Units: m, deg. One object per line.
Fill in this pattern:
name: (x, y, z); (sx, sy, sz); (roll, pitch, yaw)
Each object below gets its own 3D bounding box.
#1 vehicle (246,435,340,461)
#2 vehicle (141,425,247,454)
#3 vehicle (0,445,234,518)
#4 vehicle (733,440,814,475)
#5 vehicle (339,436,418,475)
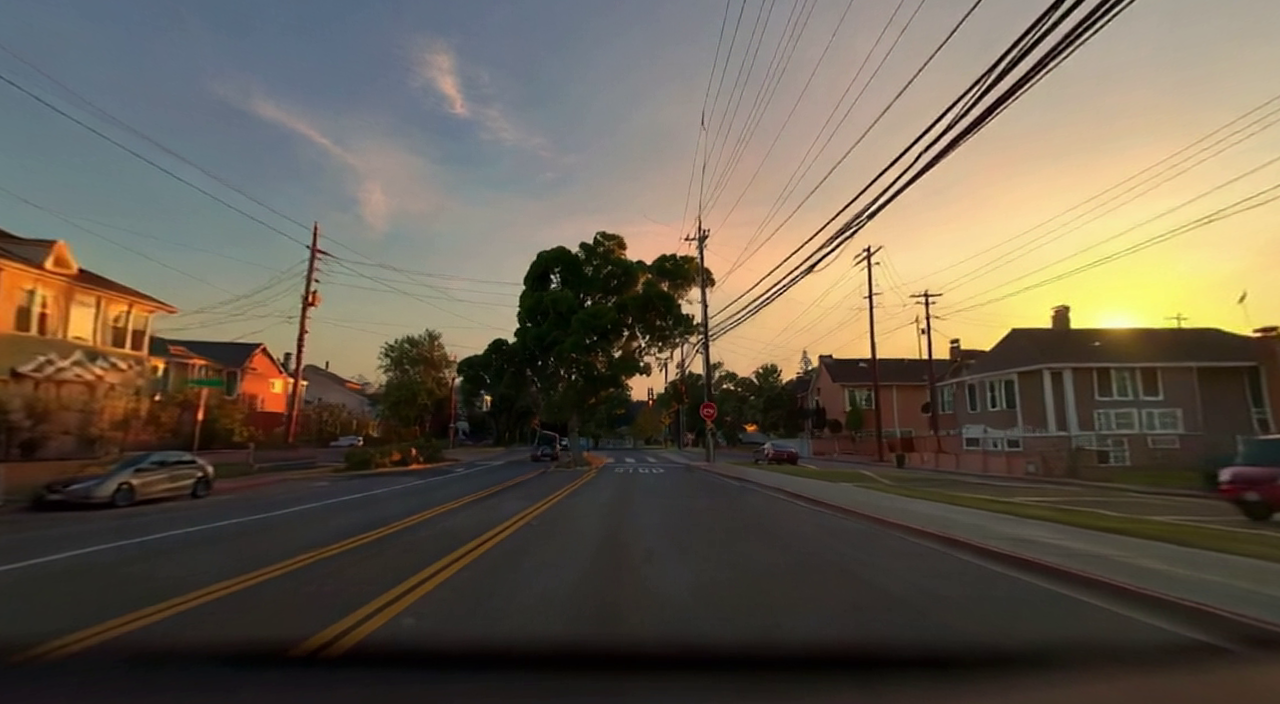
vehicle: (-21.624, 6.013, 39.562); (4.647, 1.515, 2.009); (1, -9, -6)
vehicle: (-27.317, 5.404, 38.852); (4.842, 1.690, 1.938); (1, -9, -9)
vehicle: (-12.316, 3.022, 15.438); (1.957, 1.459, 4.913); (1, -9, -6)
vehicle: (6.253, 5.014, 30.241); (2.081, 1.496, 4.490); (2, -9, -13)
vehicle: (-13.049, 5.210, 31.922); (1.940, 1.789, 5.086); (0, -8, -2)
